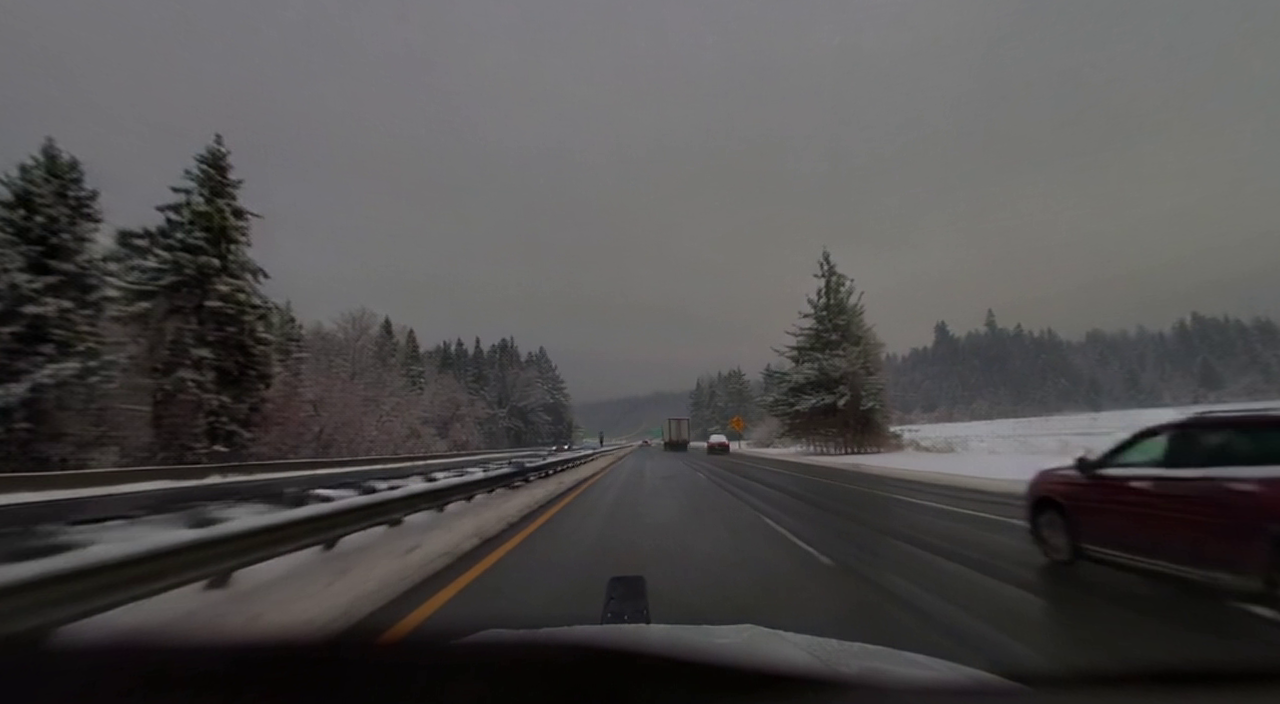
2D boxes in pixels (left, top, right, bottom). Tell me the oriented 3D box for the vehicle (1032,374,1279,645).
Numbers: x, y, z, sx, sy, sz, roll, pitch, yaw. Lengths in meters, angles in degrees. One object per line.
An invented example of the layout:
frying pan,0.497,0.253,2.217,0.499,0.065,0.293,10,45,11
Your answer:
vehicle,4.677,0.932,3.767,1.954,1.550,4.140,0,-8,0
